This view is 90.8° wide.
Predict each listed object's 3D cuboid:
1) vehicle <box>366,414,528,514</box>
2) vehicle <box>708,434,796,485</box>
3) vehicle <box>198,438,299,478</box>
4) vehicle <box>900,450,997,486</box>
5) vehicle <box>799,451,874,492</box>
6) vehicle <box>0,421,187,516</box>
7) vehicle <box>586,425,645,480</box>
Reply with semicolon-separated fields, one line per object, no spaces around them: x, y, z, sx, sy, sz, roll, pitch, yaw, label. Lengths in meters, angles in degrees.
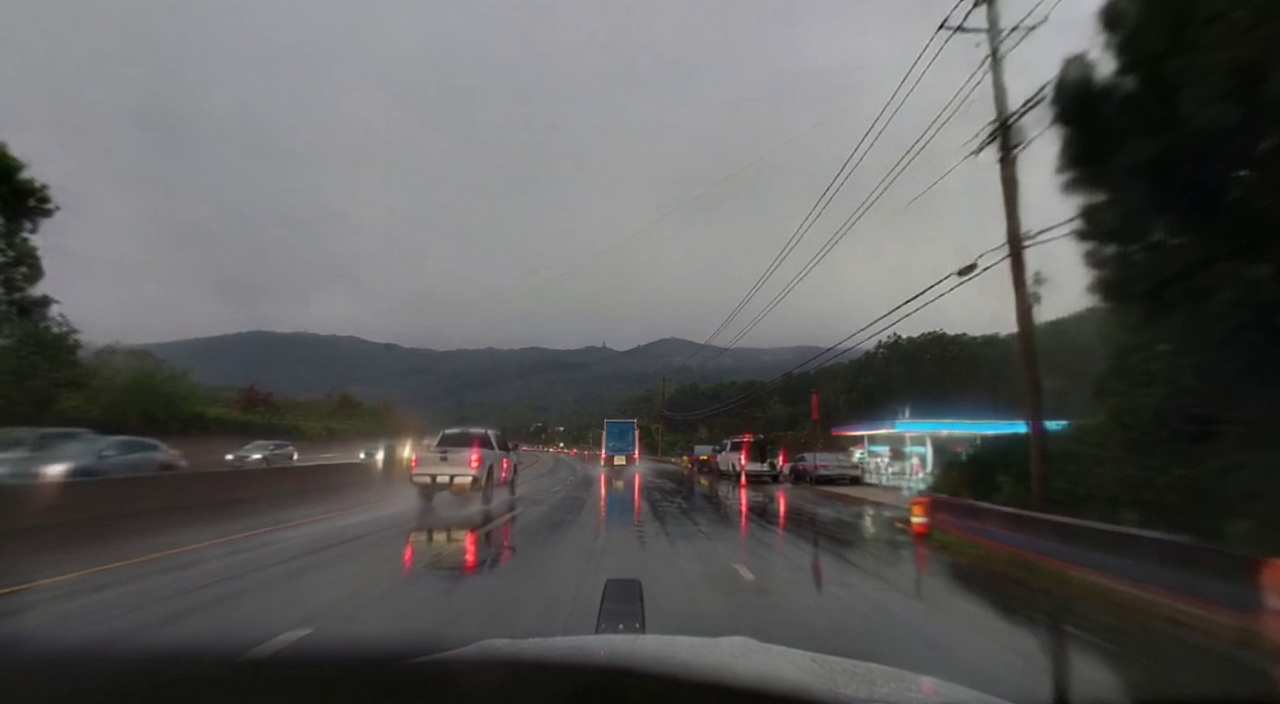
-4.423;2.706;15.750;2.345;2.012;5.693;0;-9;-1;vehicle
5.240;5.188;30.943;2.706;2.199;6.527;1;-9;-4;vehicle
-17.873;4.851;29.116;1.972;1.677;4.443;0;-9;-4;vehicle
16.680;6.264;34.460;1.986;1.771;4.809;2;-9;-15;vehicle
8.705;5.314;28.408;1.933;1.480;4.249;2;-7;-2;vehicle
-13.180;2.554;14.249;2.136;1.787;5.145;0;-9;-1;vehicle
-1.213;4.668;29.491;2.486;2.280;5.291;0;-9;-3;vehicle
